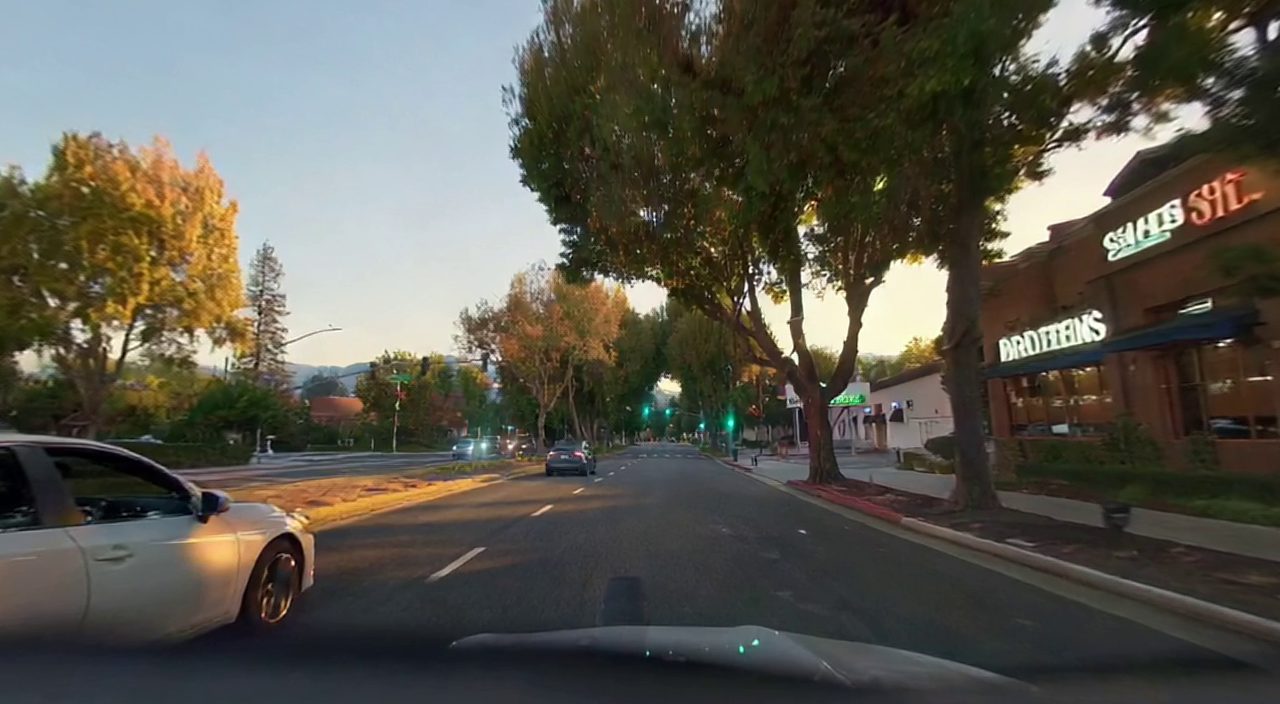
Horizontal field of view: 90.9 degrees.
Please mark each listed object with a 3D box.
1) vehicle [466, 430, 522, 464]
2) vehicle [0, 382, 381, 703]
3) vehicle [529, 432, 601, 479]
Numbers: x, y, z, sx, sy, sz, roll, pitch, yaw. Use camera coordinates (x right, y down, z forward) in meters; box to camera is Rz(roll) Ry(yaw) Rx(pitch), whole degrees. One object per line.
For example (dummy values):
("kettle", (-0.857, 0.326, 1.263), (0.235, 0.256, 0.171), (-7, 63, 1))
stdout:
("vehicle", (-8.785, 5.776, 38.370), (2.030, 1.906, 4.661), (-1, -8, 3))
("vehicle", (-3.206, 0.984, 3.058), (2.018, 1.477, 4.401), (0, -8, 0))
("vehicle", (-2.877, 4.108, 25.293), (2.109, 1.692, 4.220), (-1, -8, 4))
